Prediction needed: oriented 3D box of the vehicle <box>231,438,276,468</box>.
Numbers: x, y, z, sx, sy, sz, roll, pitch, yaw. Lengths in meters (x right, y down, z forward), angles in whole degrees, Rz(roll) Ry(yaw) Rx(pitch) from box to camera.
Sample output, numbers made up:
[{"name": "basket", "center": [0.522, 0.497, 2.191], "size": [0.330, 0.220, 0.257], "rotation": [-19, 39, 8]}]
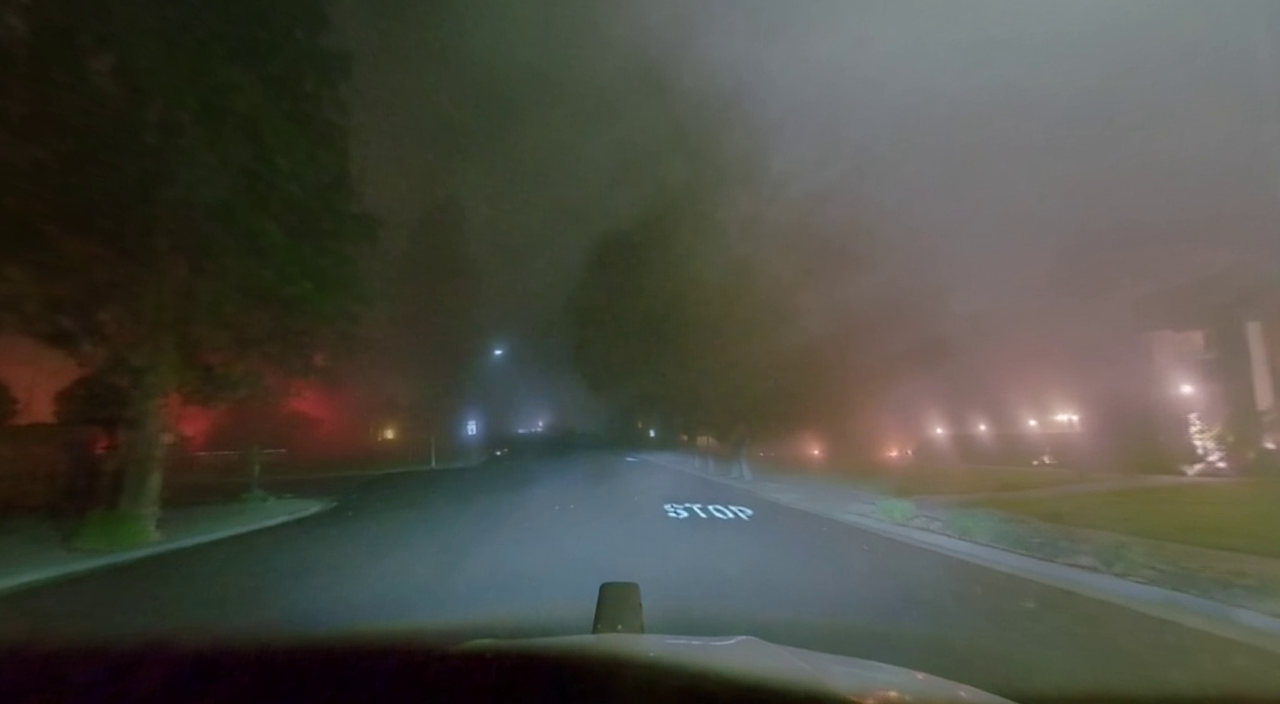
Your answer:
[{"name": "vehicle", "center": [-24.585, 6.420, 40.334], "size": [1.973, 1.787, 5.045], "rotation": [4, -9, -27]}]

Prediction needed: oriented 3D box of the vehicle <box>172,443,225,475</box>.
[{"name": "vehicle", "center": [-25.151, 6.068, 36.114], "size": [1.883, 1.687, 3.908], "rotation": [4, -9, -27]}]
